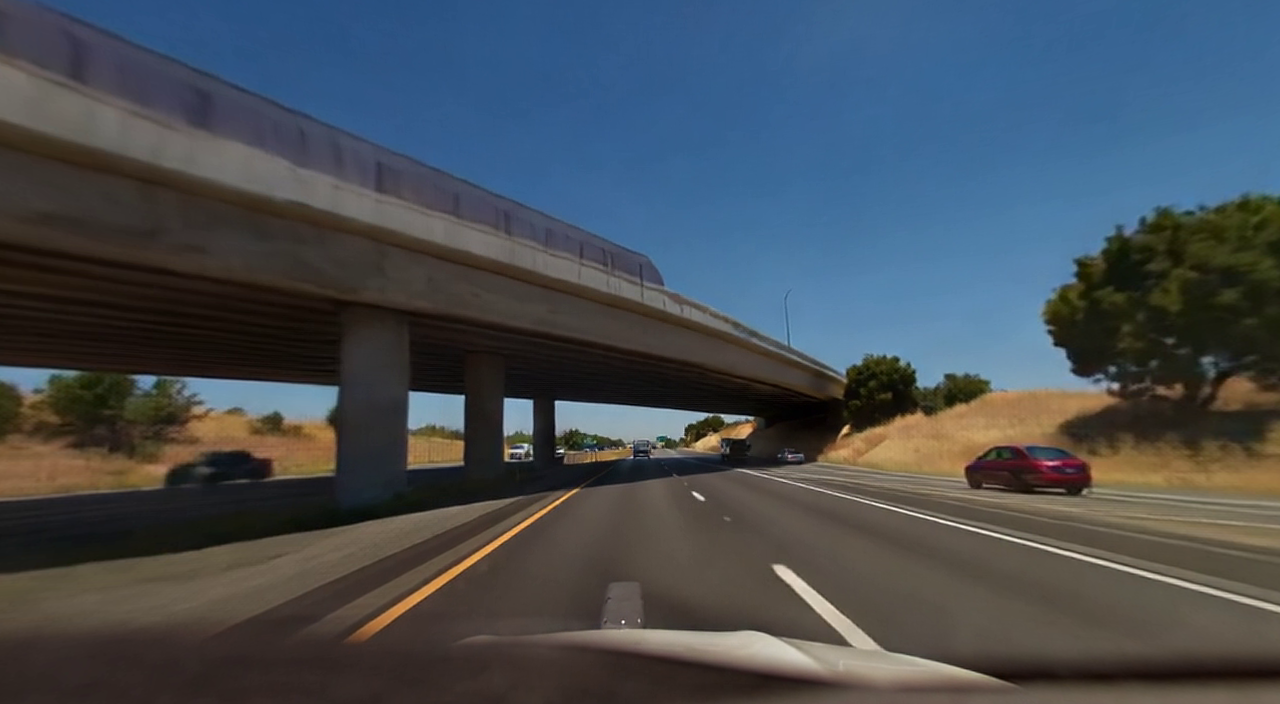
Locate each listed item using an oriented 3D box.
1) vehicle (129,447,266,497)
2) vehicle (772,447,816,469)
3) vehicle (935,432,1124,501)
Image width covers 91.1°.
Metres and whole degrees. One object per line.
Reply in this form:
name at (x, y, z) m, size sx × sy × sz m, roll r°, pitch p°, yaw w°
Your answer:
vehicle at (-16.748, 4.522, 24.087) m, size 1.985 × 1.694 × 4.333 m, roll 0°, pitch -8°, yaw 1°
vehicle at (11.179, 7.701, 45.835) m, size 1.927 × 1.472 × 4.076 m, roll 0°, pitch -8°, yaw -3°
vehicle at (13.521, 3.971, 22.422) m, size 2.533 × 2.111 × 5.525 m, roll 2°, pitch -9°, yaw -11°
